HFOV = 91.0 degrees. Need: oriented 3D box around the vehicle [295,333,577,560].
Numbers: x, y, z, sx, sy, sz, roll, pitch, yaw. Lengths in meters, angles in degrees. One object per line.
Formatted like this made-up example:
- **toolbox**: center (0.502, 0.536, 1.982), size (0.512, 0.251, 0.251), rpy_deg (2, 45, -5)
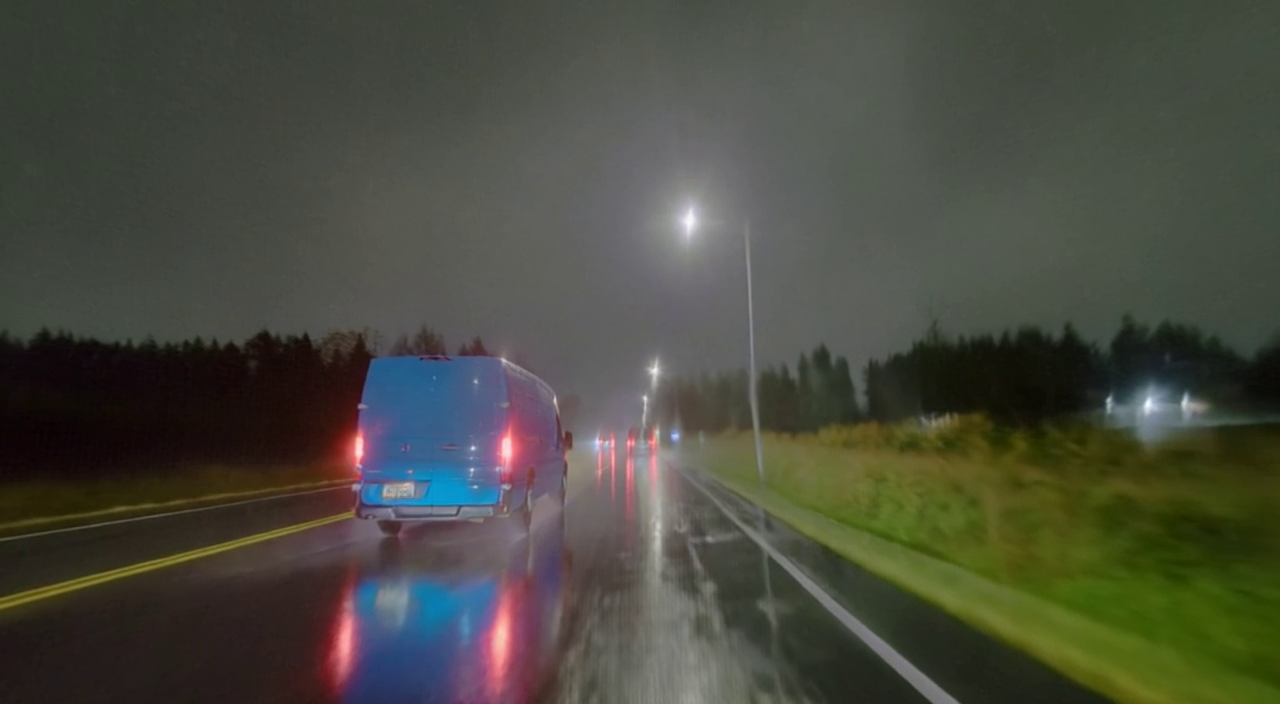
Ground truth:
- **vehicle**: center (-2.661, 1.502, 10.365), size (2.497, 2.628, 6.016), rpy_deg (0, -8, 1)
